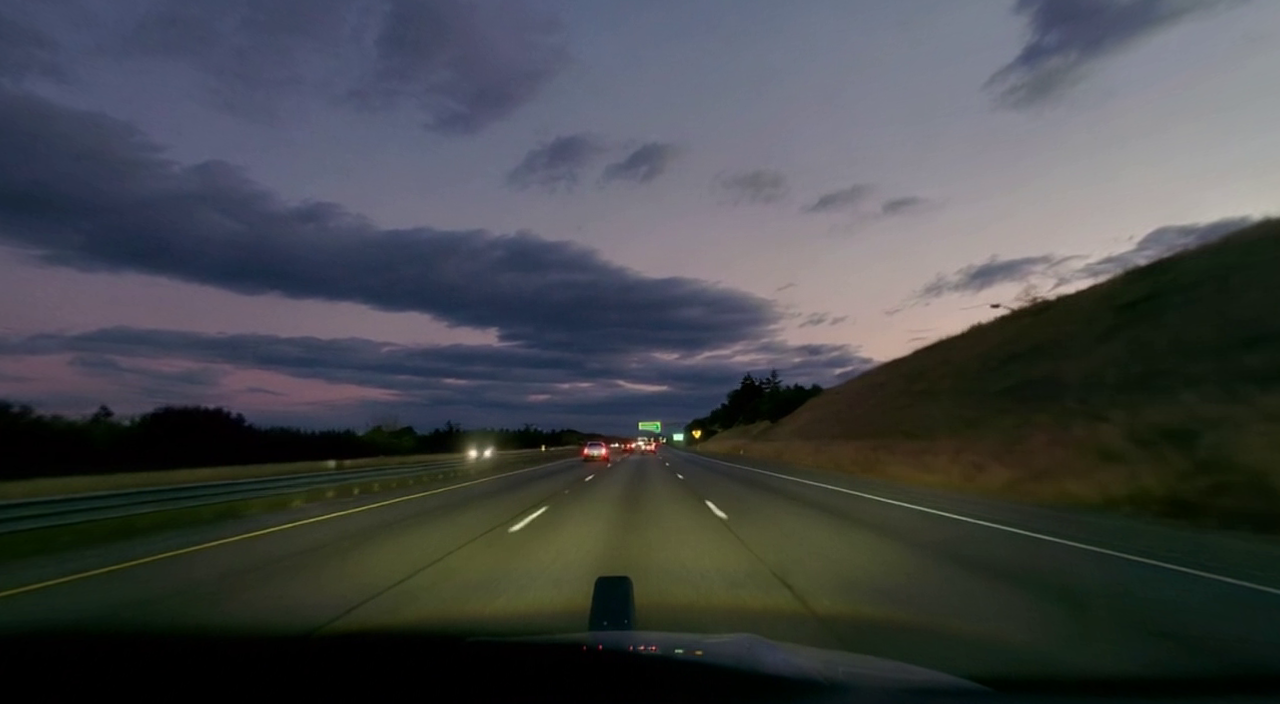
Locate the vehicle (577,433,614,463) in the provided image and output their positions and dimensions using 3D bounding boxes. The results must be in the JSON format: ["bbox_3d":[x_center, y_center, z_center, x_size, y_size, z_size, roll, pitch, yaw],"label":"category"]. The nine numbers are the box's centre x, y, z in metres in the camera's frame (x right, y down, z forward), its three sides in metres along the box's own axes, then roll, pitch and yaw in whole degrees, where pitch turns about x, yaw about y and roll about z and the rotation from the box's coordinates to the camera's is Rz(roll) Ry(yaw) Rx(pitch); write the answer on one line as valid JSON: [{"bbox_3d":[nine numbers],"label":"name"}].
[{"bbox_3d":[-3.132,6.934,45.545,2.286,2.011,4.452,0,-8,1],"label":"vehicle"}]
